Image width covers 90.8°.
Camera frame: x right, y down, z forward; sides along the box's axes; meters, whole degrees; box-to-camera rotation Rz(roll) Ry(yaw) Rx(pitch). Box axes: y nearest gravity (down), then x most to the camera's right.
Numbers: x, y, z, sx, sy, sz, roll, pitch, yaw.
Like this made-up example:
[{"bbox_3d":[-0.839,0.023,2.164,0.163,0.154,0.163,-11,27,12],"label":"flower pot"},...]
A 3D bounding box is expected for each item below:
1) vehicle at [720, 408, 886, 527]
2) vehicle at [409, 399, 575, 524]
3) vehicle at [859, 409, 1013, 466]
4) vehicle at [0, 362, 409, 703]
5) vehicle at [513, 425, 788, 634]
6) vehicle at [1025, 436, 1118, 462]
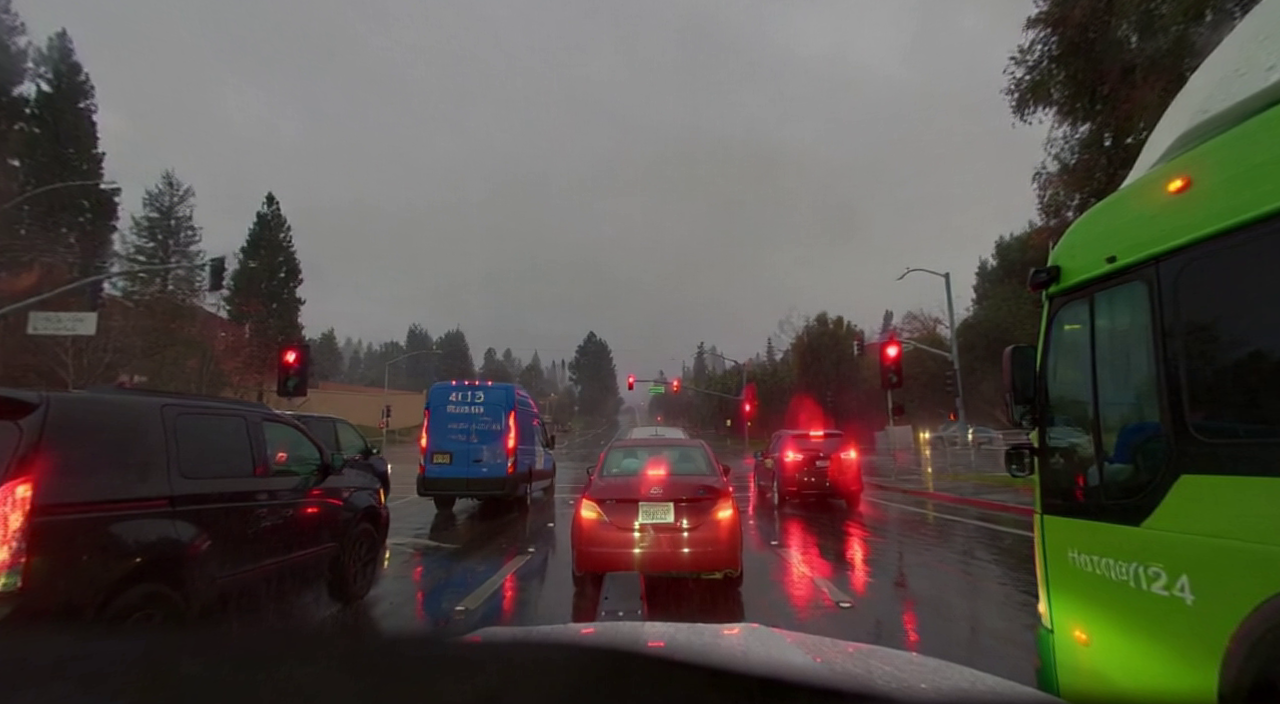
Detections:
[{"bbox_3d":[3.156,2.400,13.673,2.143,2.036,5.367,0,-8,0],"label":"vehicle"},{"bbox_3d":[-2.920,2.356,13.988,2.335,2.221,5.165,0,-8,1],"label":"vehicle"},{"bbox_3d":[17.610,5.133,37.923,7.839,3.213,2.628,0,-8,-3],"label":"vehicle"},{"bbox_3d":[-3.405,1.181,4.643,1.921,1.701,3.989,0,-8,-1],"label":"vehicle"},{"bbox_3d":[0.068,1.552,6.429,1.976,1.485,3.624,0,-8,0],"label":"vehicle"},{"bbox_3d":[25.888,5.823,37.992,4.229,1.489,1.794,0,-8,-2],"label":"vehicle"}]
